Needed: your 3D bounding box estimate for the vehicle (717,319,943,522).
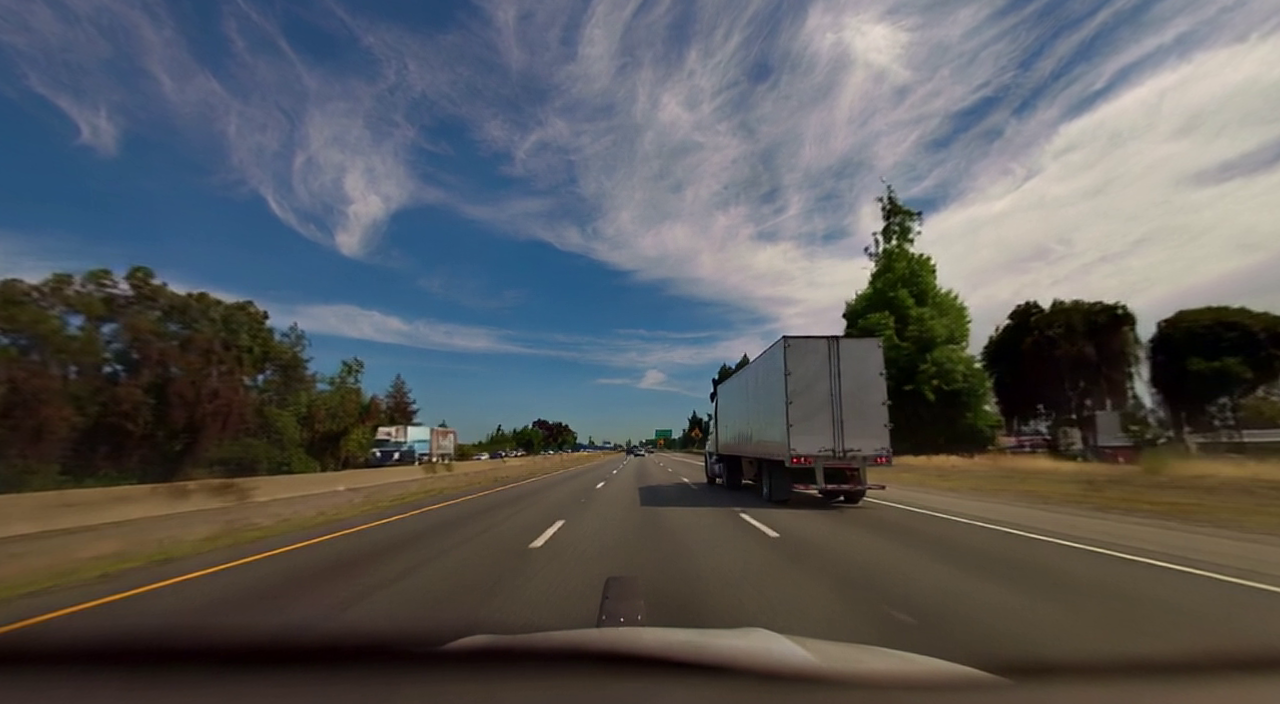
[{"bbox_3d":[4.757,2.344,19.563,3.058,4.312,12.251,0,-9,-1],"label":"vehicle"}]
